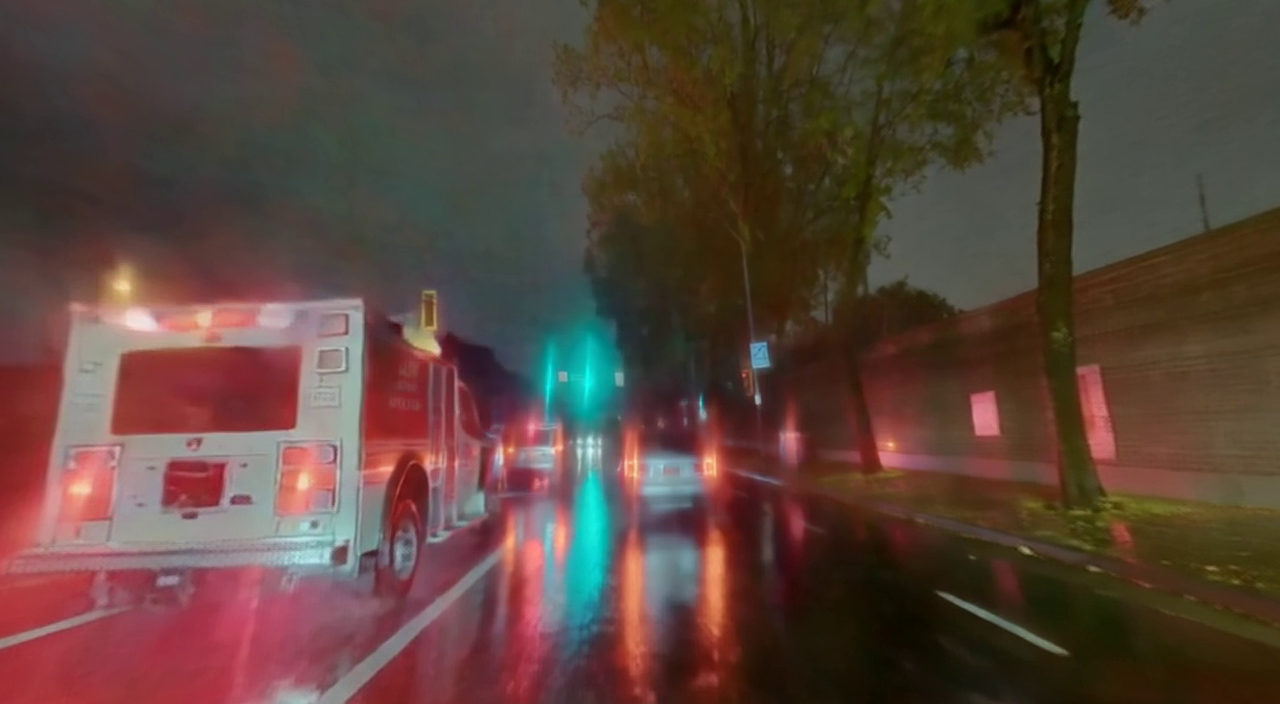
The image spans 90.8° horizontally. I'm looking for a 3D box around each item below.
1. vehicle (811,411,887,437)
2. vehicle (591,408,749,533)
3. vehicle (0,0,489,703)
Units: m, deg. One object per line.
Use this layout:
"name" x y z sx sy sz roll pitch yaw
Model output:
"vehicle" 14.474 5.022 43.915 4.528 1.704 2.073 2 -9 -12
"vehicle" 0.278 2.109 11.859 2.332 1.831 4.930 0 -8 -4
"vehicle" -3.676 -0.131 1.802 3.631 3.655 12.773 0 -8 -1
